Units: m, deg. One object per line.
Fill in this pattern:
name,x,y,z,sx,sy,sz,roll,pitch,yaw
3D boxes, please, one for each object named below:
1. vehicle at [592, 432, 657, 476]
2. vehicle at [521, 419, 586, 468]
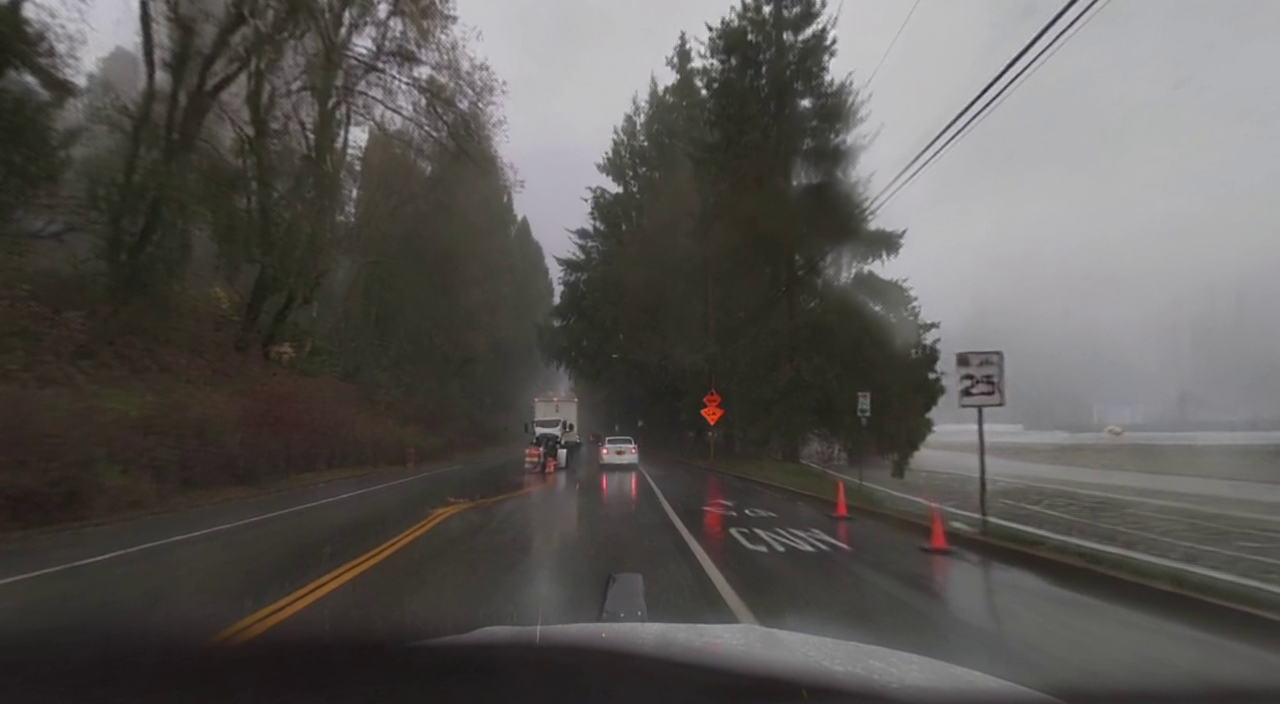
vehicle,-0.598,3.783,23.649,2.186,1.463,4.356,0,-8,-2
vehicle,-3.976,4.290,29.696,2.671,2.053,6.074,1,-8,-6
